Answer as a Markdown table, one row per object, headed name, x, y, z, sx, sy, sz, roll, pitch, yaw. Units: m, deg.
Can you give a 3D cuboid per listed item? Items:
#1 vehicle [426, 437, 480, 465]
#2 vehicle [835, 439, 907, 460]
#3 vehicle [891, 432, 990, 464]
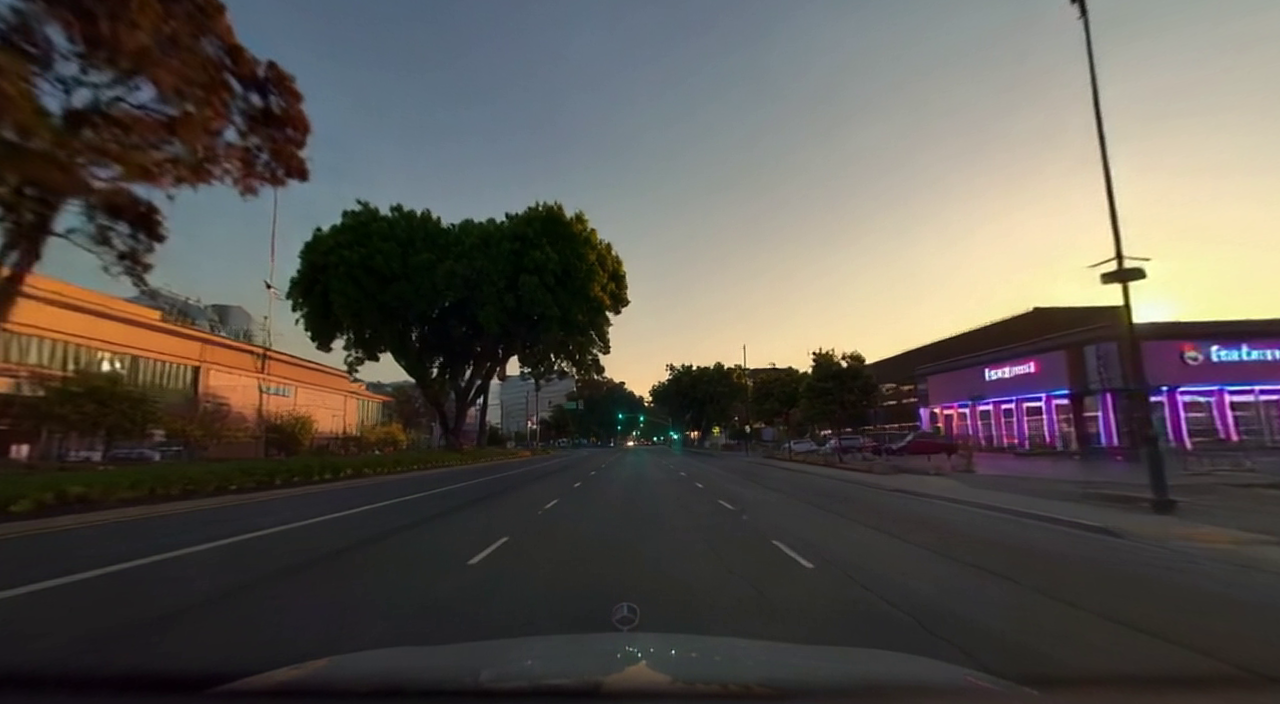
| name | x | y | z | sx | sy | sz | roll | pitch | yaw |
| --- | --- | --- | --- | --- | --- | --- | --- | --- | --- |
| vehicle | -12.700 | 6.744 | 43.327 | 2.187 | 1.776 | 4.832 | 0 | -8 | 0 |
| vehicle | 17.084 | 7.201 | 46.827 | 4.564 | 1.522 | 1.851 | 1 | -8 | -8 |
| vehicle | 17.032 | 5.485 | 35.973 | 4.634 | 1.745 | 1.893 | 0 | -8 | 0 |
